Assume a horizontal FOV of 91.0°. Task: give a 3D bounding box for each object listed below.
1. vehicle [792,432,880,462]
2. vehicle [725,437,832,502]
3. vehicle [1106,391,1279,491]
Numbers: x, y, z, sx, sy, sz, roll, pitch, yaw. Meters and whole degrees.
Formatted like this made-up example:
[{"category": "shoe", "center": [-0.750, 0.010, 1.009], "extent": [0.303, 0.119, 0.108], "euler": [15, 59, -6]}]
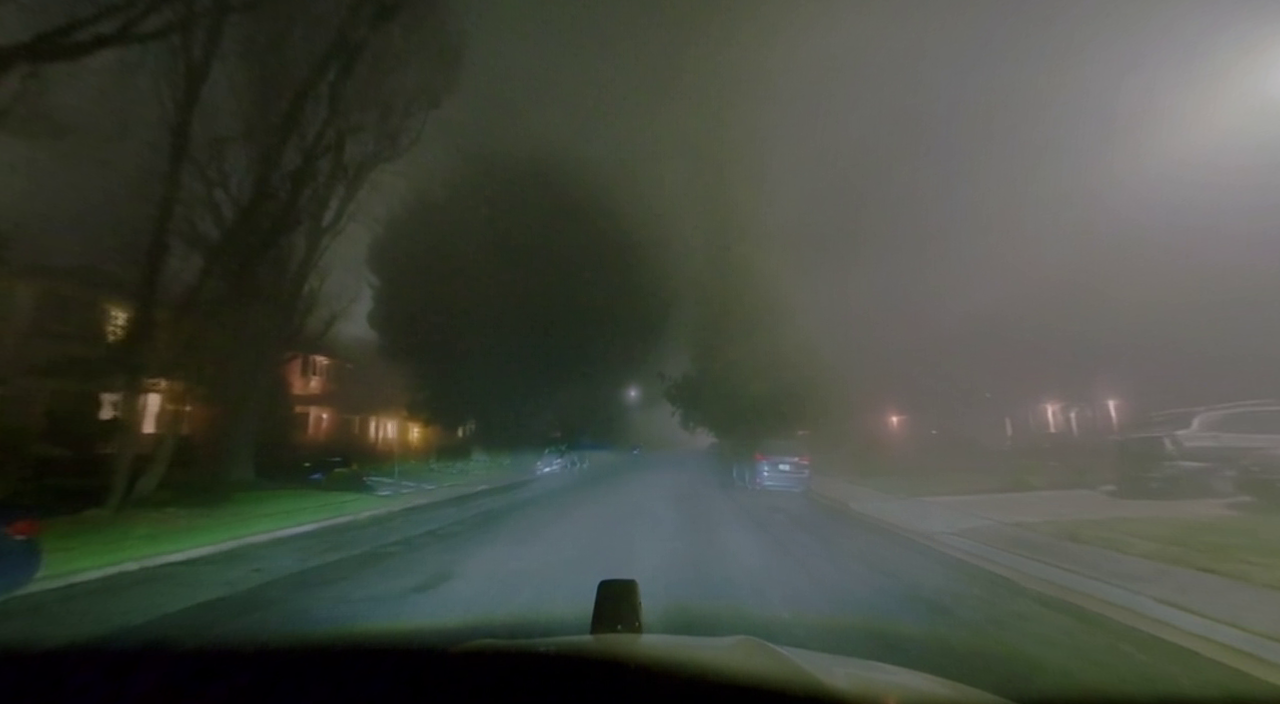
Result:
[{"category": "vehicle", "center": [11.843, 5.782, 38.253], "extent": [4.710, 1.512, 1.894], "euler": [-4, -9, 3]}, {"category": "vehicle", "center": [3.510, 3.061, 16.823], "extent": [2.006, 1.494, 4.211], "euler": [0, -9, 1]}, {"category": "vehicle", "center": [11.717, 1.661, 11.764], "extent": [4.345, 1.720, 1.935], "euler": [0, -8, 2]}]
